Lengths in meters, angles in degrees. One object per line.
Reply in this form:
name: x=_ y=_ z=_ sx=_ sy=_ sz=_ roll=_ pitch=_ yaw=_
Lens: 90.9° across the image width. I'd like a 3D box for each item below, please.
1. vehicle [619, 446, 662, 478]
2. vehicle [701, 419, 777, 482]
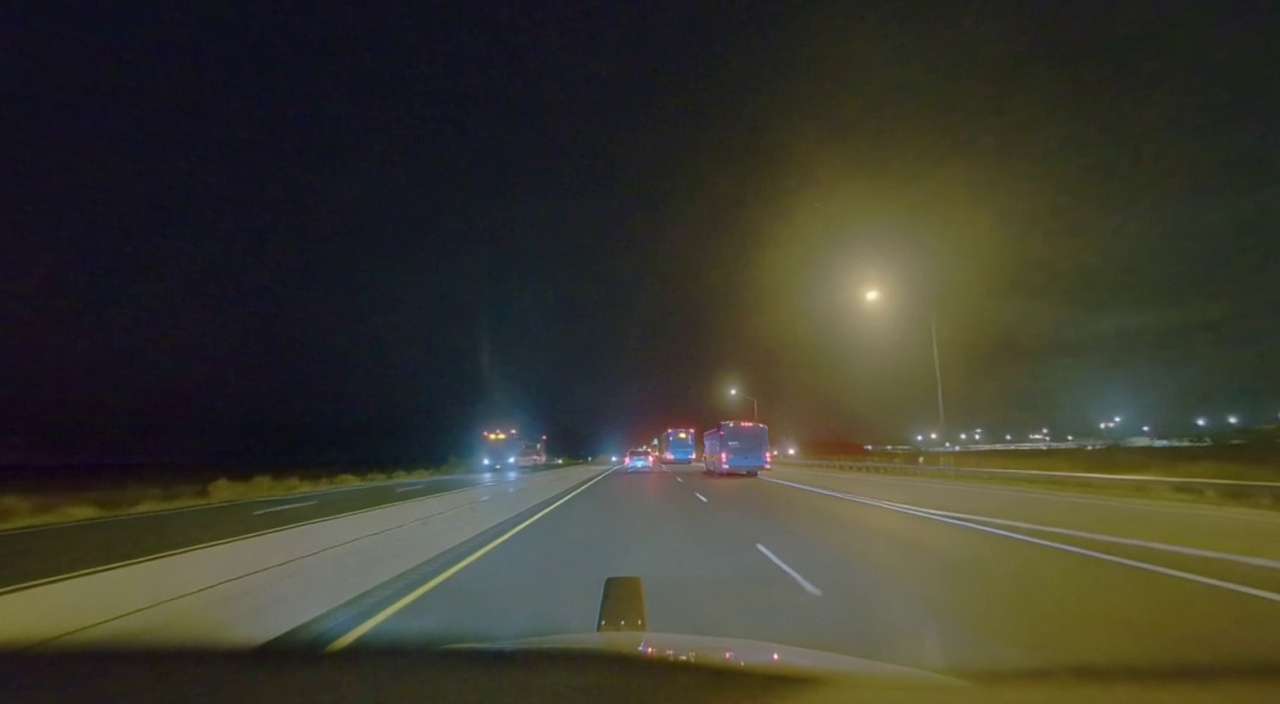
vehicle: x=0.017 y=5.387 z=30.999 sx=2.004 sy=1.449 sz=3.817 roll=0 pitch=-9 yaw=0
vehicle: x=4.354 y=4.507 z=28.888 sx=2.440 sy=2.555 sz=5.957 roll=0 pitch=-9 yaw=0
